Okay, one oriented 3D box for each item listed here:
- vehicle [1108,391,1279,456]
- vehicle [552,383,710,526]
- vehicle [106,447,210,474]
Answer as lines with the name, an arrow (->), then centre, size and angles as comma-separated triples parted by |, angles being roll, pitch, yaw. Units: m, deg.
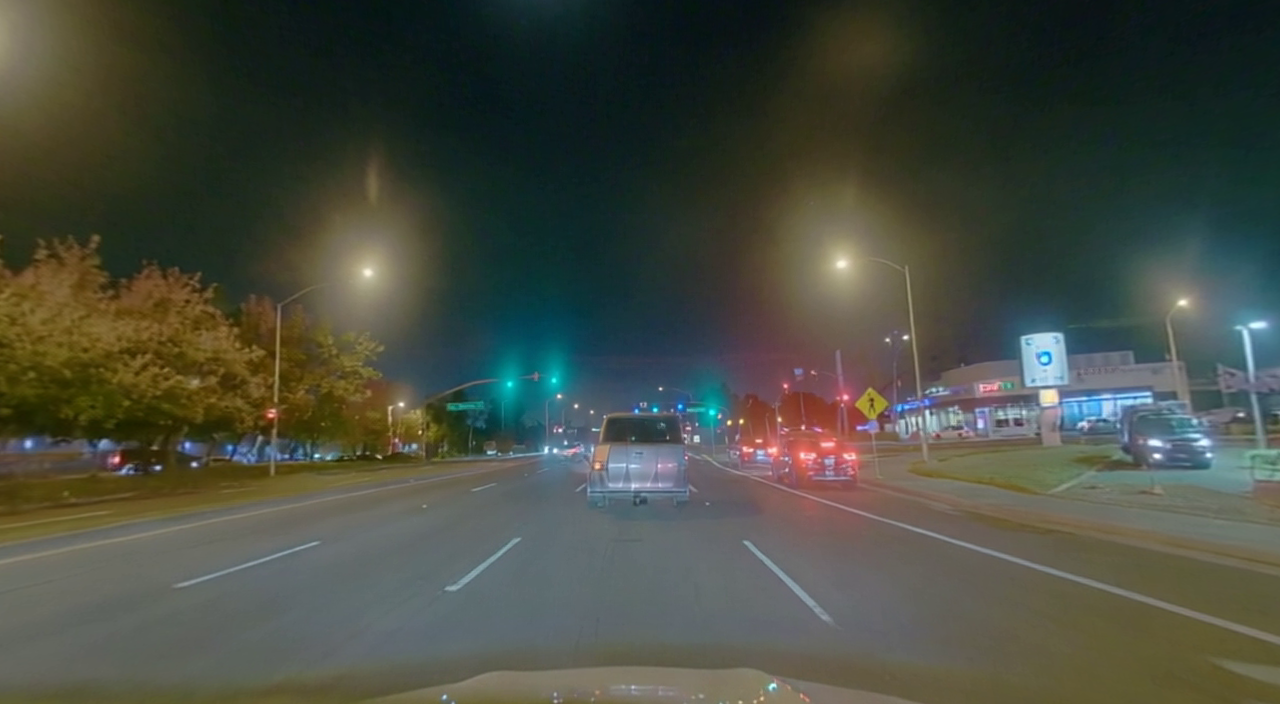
vehicle -> 14.798, 1.800, 15.539 | 4.986, 1.467, 2.025 | -6, -10, 33
vehicle -> -0.288, 1.956, 12.369 | 2.350, 2.122, 5.801 | 0, -8, -3
vehicle -> -36.120, 8.148, 47.320 | 5.755, 1.945, 2.403 | 0, -8, -1
